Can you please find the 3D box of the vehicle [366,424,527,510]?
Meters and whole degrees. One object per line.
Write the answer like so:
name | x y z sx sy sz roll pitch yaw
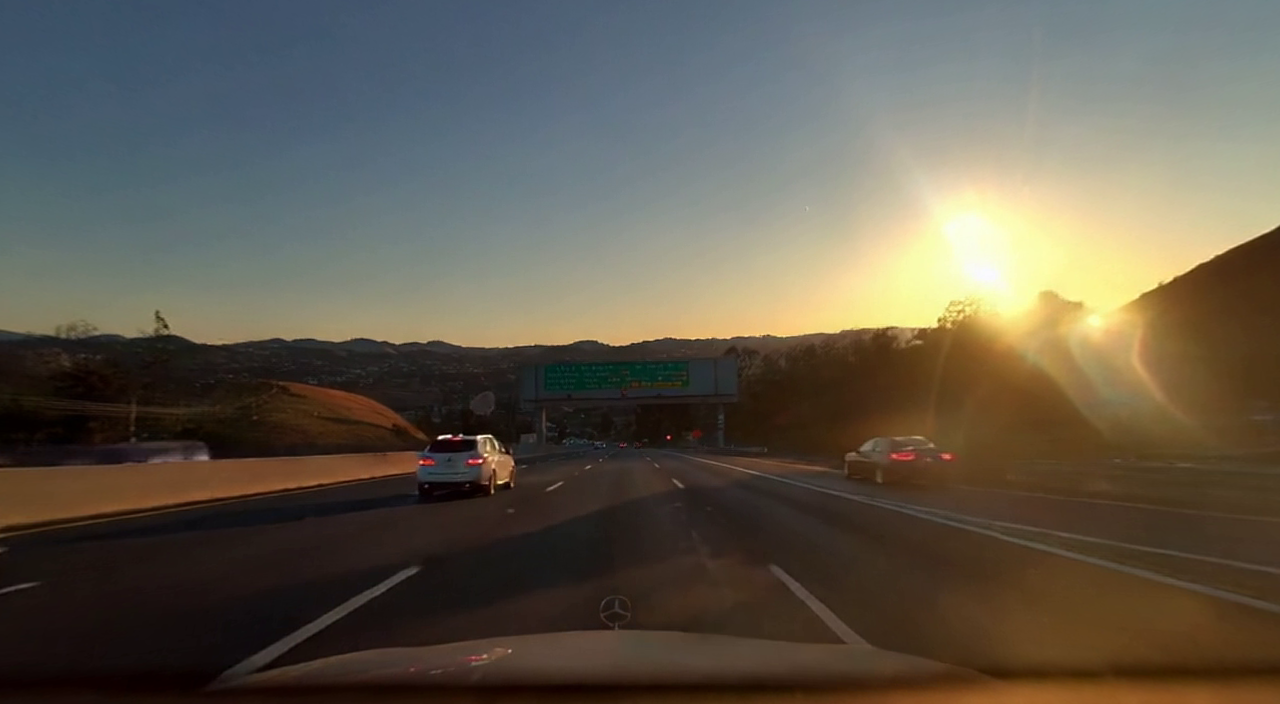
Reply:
vehicle | -4.258 2.609 14.934 2.200 1.662 5.091 0 -8 0

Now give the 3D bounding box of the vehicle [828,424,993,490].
vehicle | 7.575 2.988 18.348 2.136 1.641 4.964 1 -8 -7
